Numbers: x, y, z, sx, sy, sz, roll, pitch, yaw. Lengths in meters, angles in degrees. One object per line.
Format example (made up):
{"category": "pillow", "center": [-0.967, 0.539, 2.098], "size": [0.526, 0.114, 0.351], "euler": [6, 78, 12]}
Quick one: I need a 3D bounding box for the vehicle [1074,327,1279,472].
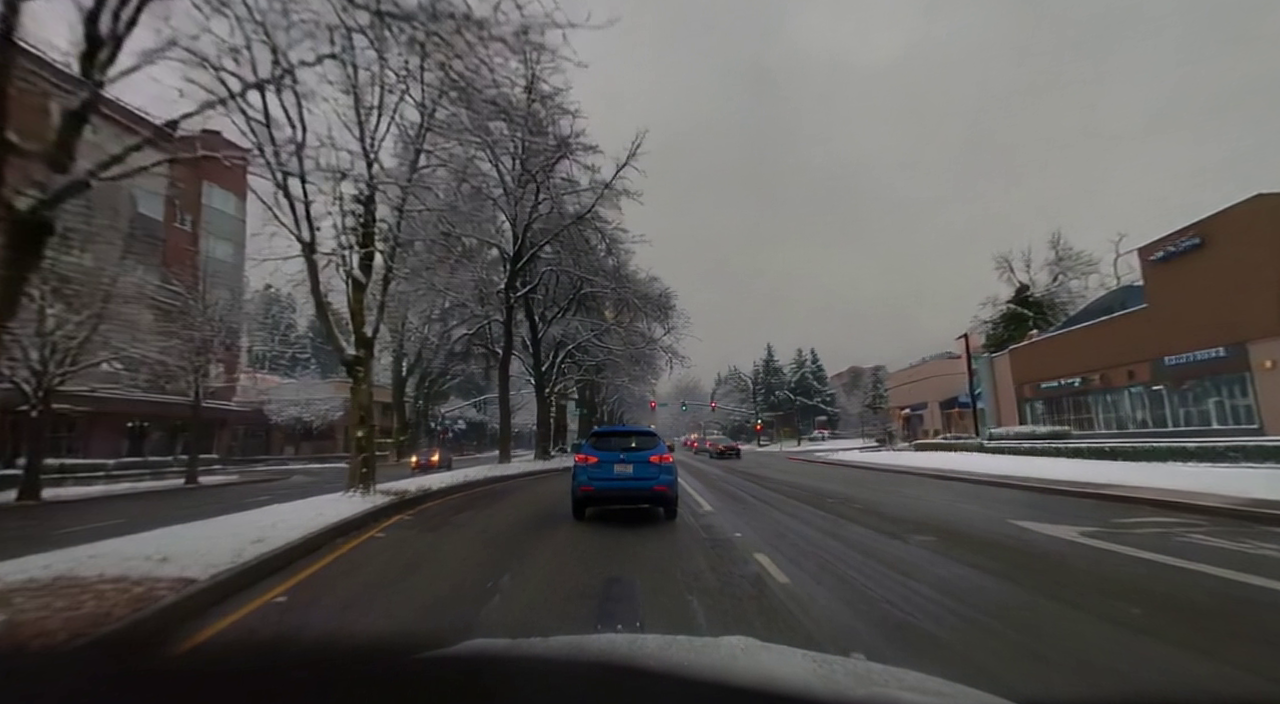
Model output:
{"category": "vehicle", "center": [18.591, 1.816, 20.270], "size": [3.269, 3.755, 8.862], "euler": [0, -9, 3]}

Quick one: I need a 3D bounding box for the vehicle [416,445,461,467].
{"category": "vehicle", "center": [-15.643, 8.100, 49.325], "size": [1.834, 1.622, 4.569], "euler": [0, -9, 2]}

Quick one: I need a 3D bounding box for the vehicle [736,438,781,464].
{"category": "vehicle", "center": [6.798, 5.738, 36.662], "size": [1.777, 1.443, 3.942], "euler": [0, -9, -1]}

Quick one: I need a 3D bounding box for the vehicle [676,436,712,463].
{"category": "vehicle", "center": [3.303, 6.101, 39.647], "size": [1.929, 1.590, 4.287], "euler": [0, -9, 1]}

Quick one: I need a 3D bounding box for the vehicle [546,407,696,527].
{"category": "vehicle", "center": [-0.295, 2.080, 11.845], "size": [2.277, 1.816, 4.192], "euler": [0, -9, 0]}
